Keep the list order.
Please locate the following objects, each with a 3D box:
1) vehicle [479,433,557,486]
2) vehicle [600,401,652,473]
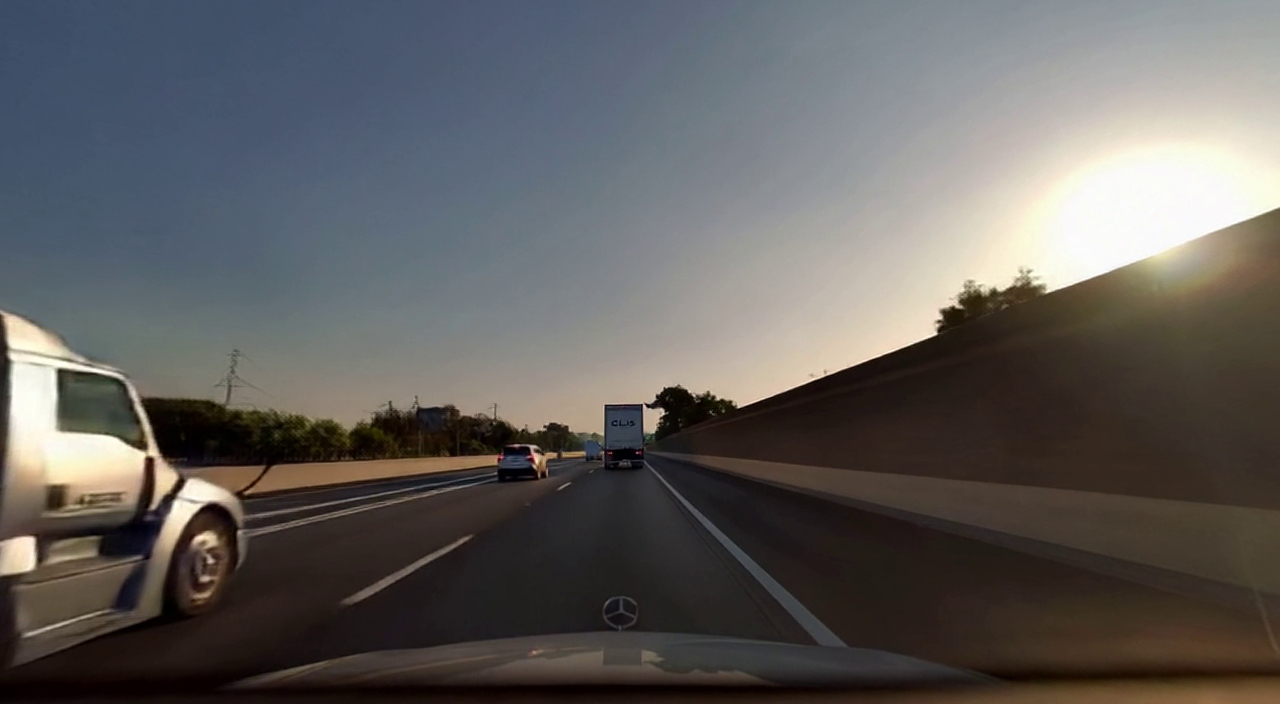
[{"bbox_3d":[-4.841,4.380,25.827,2.226,1.935,5.130,0,-9,-1],"label":"vehicle"},{"bbox_3d":[-0.938,5.560,40.395,2.923,4.007,9.760,0,-9,-2],"label":"vehicle"}]
